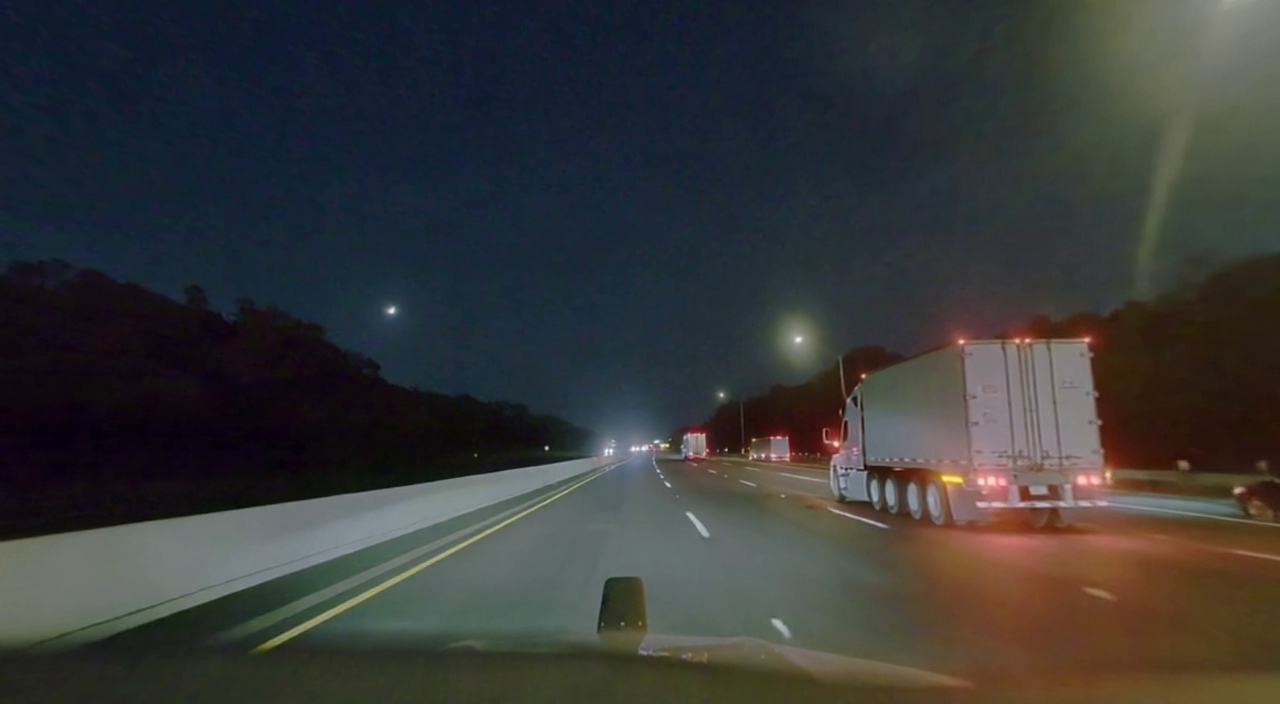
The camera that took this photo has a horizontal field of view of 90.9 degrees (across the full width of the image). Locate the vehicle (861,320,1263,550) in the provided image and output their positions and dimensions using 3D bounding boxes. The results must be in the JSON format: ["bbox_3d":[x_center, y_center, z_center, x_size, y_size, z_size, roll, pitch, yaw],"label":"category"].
[{"bbox_3d":[7.148,1.710,12.555,2.690,3.197,7.515,0,-9,0],"label":"vehicle"}]
